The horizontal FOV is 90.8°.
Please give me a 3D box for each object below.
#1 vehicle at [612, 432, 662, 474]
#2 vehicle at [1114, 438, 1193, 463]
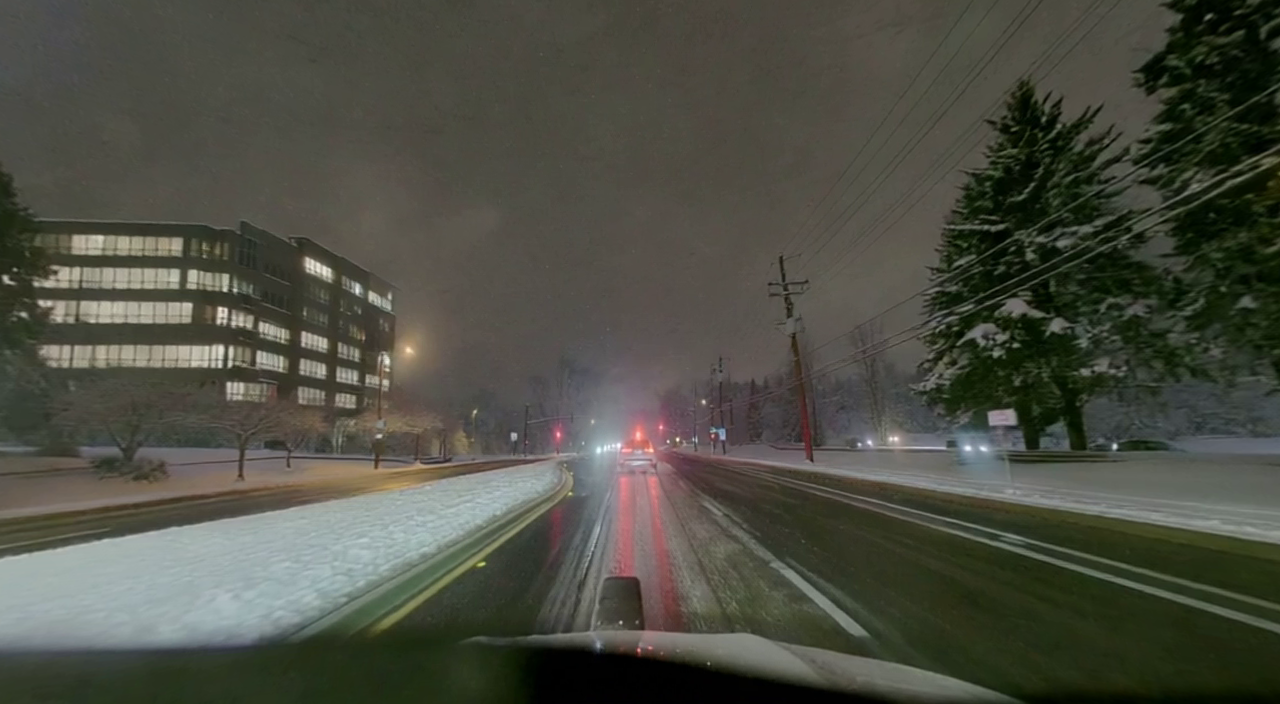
[{"bbox_3d":[-0.144,4.700,29.432,2.189,1.776,4.342,0,-9,0],"label":"vehicle"},{"bbox_3d":[31.087,5.990,38.399,1.610,1.397,3.842,0,-9,2],"label":"vehicle"}]
